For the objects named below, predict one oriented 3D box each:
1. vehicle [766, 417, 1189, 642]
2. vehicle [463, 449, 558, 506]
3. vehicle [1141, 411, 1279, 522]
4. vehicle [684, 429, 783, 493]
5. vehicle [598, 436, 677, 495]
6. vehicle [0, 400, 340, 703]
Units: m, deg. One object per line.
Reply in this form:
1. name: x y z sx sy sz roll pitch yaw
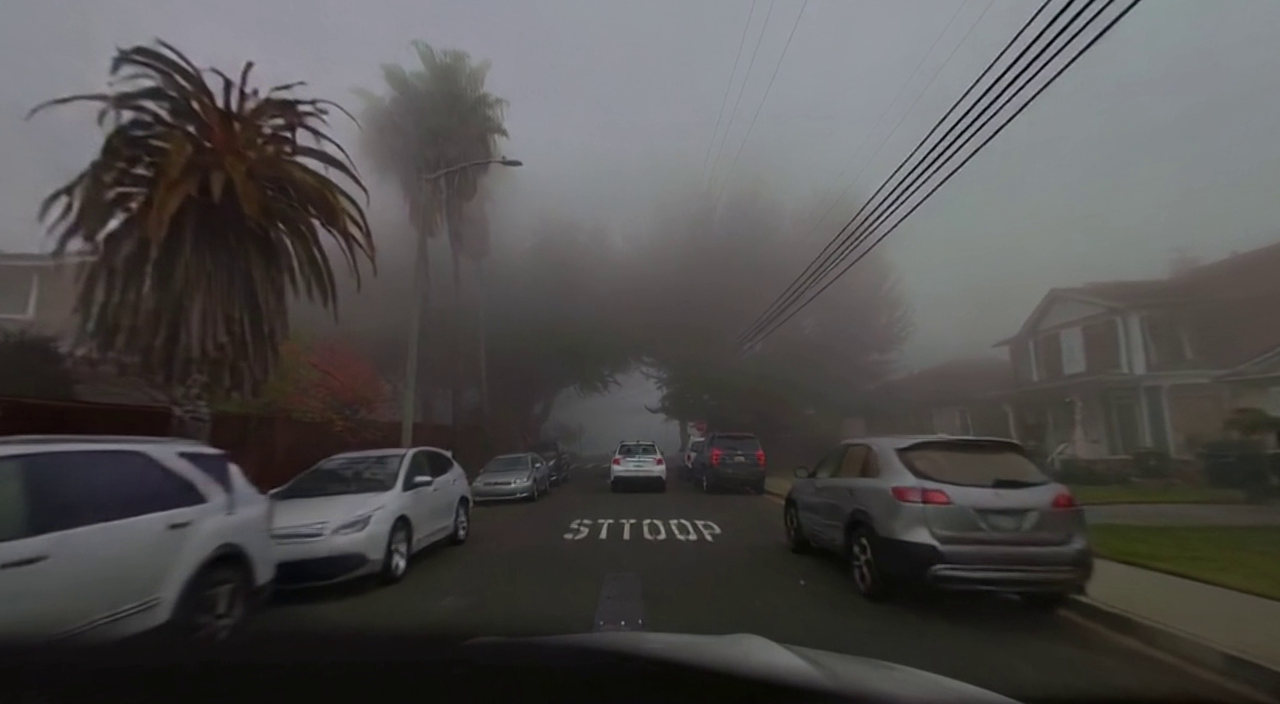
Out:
1. vehicle: 2.827 1.562 6.613 1.967 1.563 4.237 0 -8 -2
2. vehicle: -3.299 3.250 16.715 1.728 1.305 3.805 0 -8 0
3. vehicle: 9.811 1.562 8.559 1.929 1.517 4.494 1 -9 -7
4. vehicle: 2.590 3.176 18.649 2.136 1.650 4.837 0 -8 -1
5. vehicle: -0.092 3.227 18.275 2.010 1.499 4.107 0 -8 -1
6. vehicle: -3.152 0.968 2.370 1.877 1.521 4.348 0 -8 0
